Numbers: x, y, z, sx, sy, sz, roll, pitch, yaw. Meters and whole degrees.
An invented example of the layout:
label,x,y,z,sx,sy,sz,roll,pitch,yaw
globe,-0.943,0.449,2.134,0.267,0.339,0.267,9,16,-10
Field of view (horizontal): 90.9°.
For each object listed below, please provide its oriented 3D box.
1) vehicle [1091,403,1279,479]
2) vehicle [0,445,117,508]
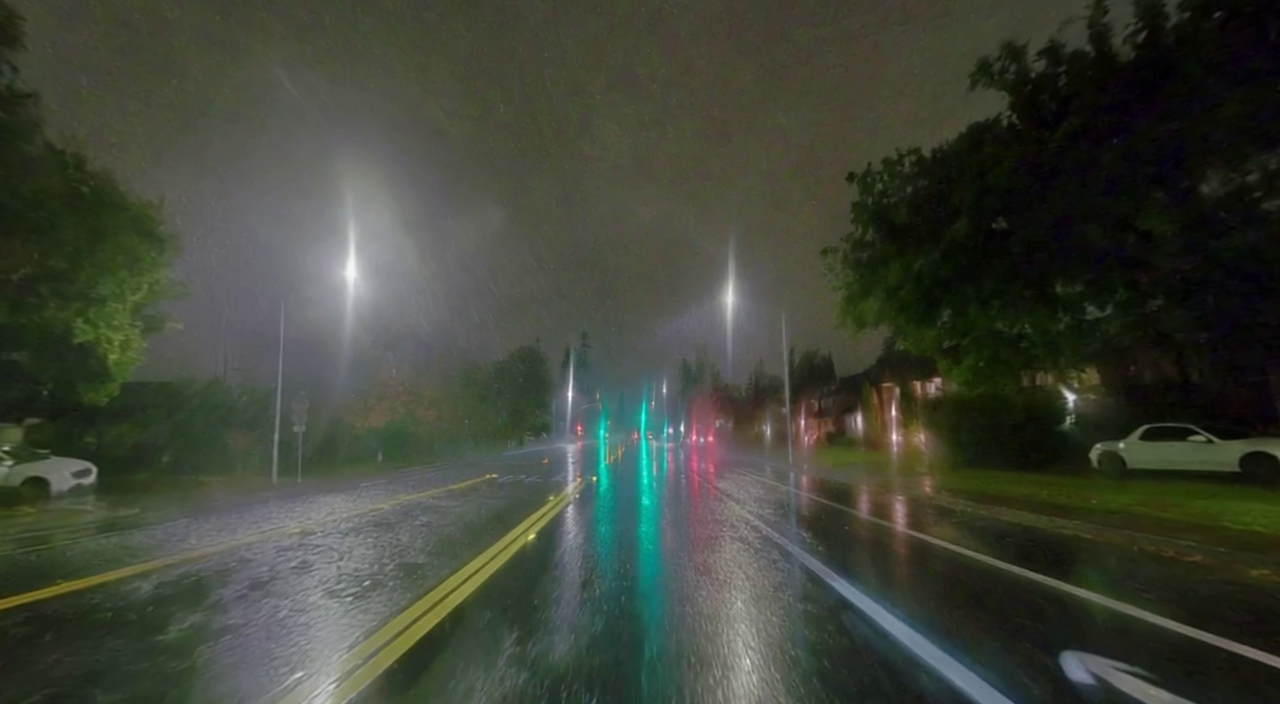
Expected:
label,x,y,z,sx,sy,sz,roll,pitch,yaw
vehicle,12.967,1.883,13.452,2.066,1.474,4.892,4,-11,-39
vehicle,-20.991,4.019,20.645,5.505,1.914,2.396,0,-8,0
